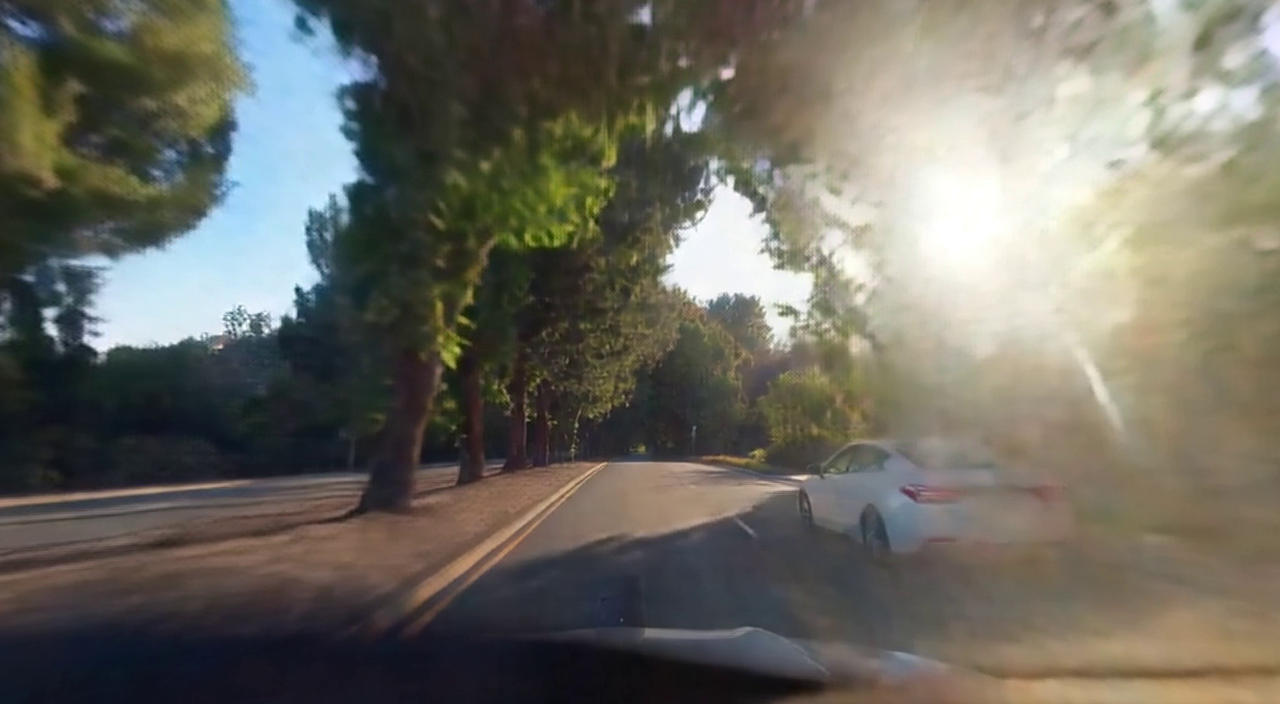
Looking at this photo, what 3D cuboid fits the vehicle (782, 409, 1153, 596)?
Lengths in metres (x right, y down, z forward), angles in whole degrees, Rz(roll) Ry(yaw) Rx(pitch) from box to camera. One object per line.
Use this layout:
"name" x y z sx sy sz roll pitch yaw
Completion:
"vehicle" 3.363 1.647 7.821 2.060 1.584 4.592 0 -9 -1
